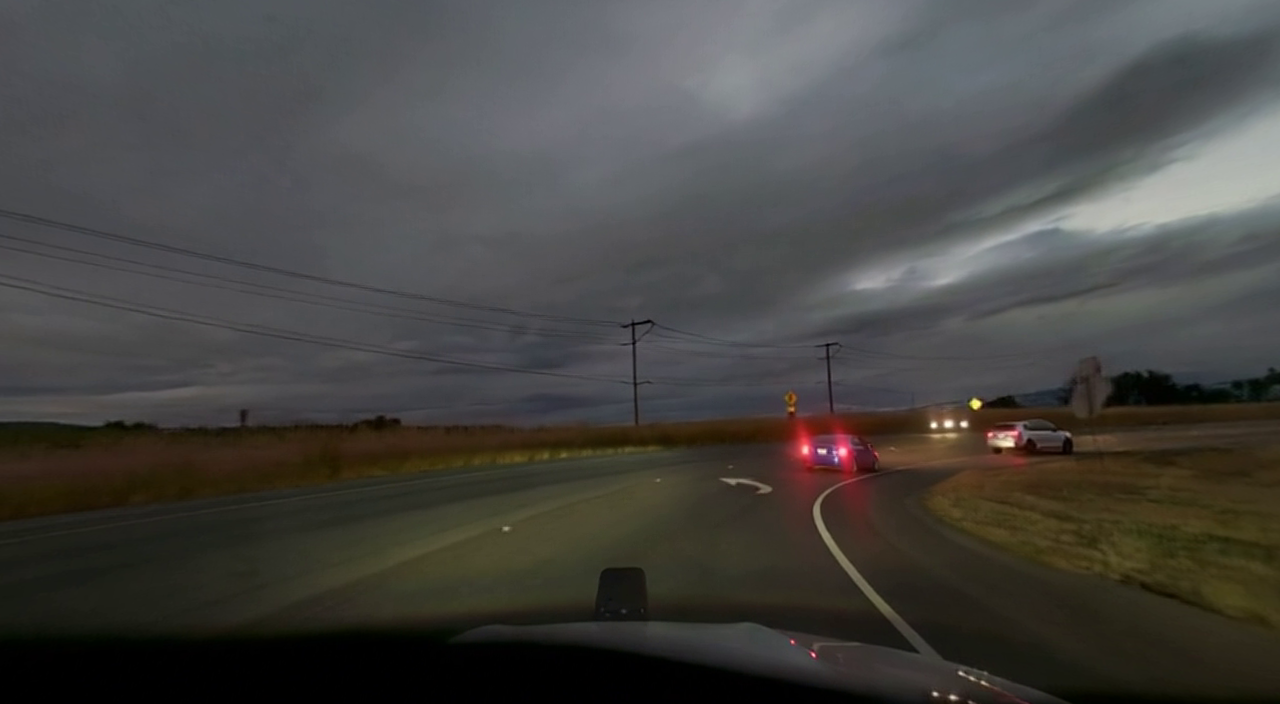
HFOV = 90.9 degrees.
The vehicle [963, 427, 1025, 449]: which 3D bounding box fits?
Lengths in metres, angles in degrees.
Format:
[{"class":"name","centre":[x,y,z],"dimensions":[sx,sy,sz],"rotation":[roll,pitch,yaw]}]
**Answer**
[{"class":"vehicle","centre":[24.633,6.005,43.821],"dimensions":[4.307,1.465,1.836],"rotation":[5,-10,-32]}]

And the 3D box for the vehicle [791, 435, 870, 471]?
[{"class":"vehicle","centre":[8.286,4.307,27.186],"dimensions":[2.026,1.407,4.374],"rotation":[-6,-10,32]}]
